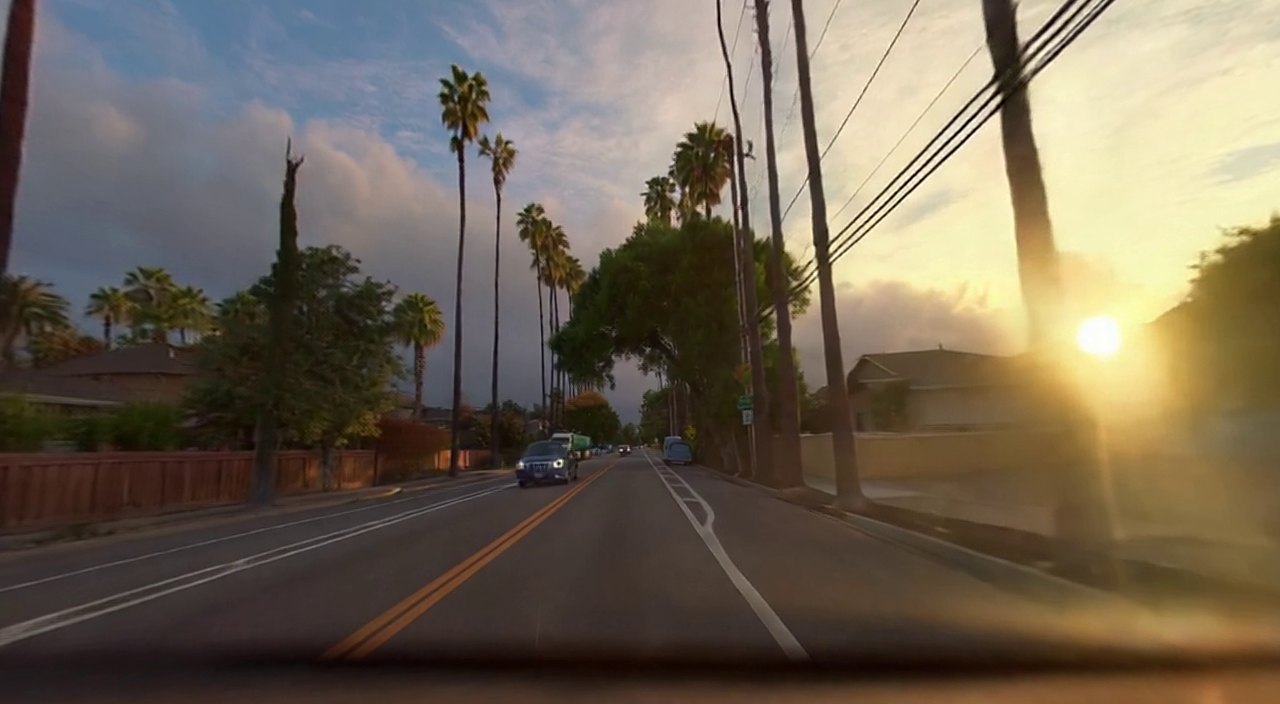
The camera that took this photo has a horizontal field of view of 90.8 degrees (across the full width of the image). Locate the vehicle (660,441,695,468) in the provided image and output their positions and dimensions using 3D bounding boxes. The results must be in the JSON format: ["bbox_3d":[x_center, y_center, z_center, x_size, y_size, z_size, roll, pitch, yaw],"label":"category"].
[{"bbox_3d":[2.659,7.382,45.852,2.168,1.851,4.861,0,-8,-1],"label":"vehicle"}]

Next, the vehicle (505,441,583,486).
[{"bbox_3d":[-3.821,4.575,26.388,2.336,1.669,5.581,0,-8,1],"label":"vehicle"}]
